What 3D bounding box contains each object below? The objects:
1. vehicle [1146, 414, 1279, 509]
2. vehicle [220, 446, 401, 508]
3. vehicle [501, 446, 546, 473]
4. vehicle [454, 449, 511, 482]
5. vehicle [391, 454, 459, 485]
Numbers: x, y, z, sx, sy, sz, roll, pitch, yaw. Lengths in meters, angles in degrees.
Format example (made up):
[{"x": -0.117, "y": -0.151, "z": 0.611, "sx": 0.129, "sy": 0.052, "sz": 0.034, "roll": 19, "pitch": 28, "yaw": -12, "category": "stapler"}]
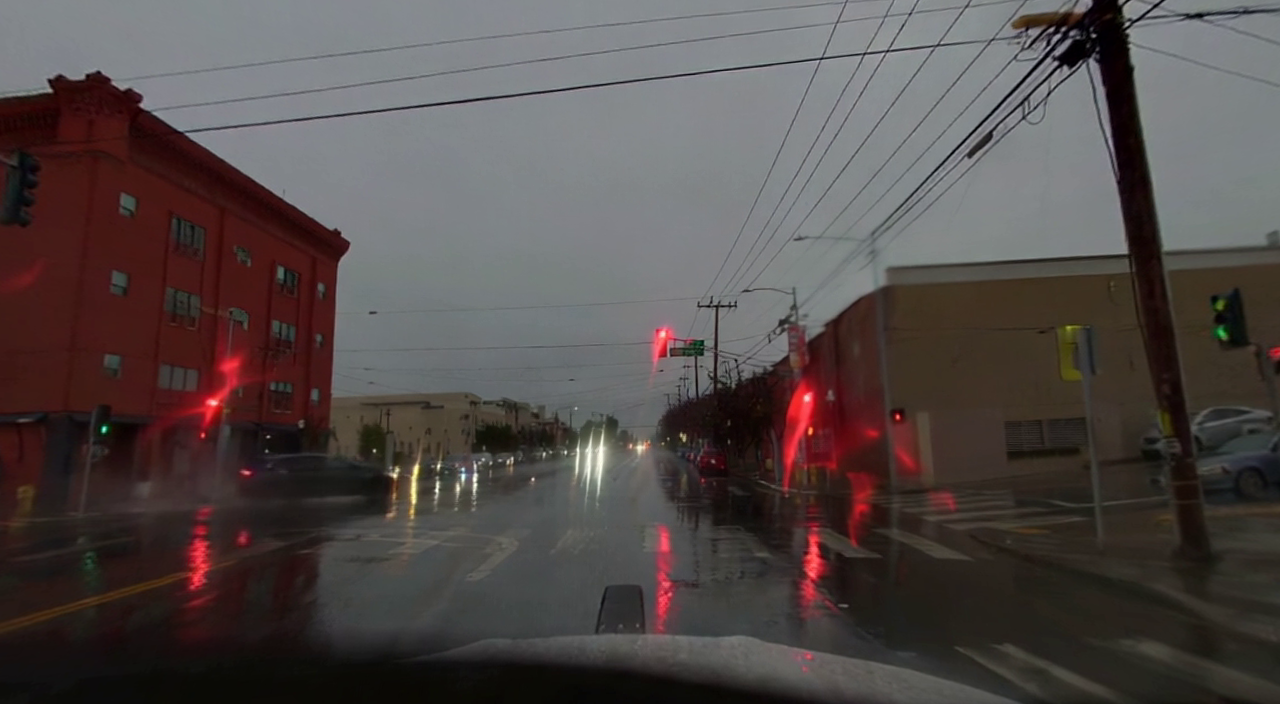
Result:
[{"x": 12.760, "y": 2.200, "z": 12.816, "sx": 3.234, "sy": 1.746, "sz": 1.941, "roll": 1, "pitch": -8, "yaw": -4, "category": "vehicle"}, {"x": -9.853, "y": 3.705, "z": 19.089, "sx": 4.525, "sy": 1.650, "sz": 2.120, "roll": 5, "pitch": -10, "yaw": -28, "category": "vehicle"}, {"x": -8.263, "y": 7.653, "z": 45.075, "sx": 2.096, "sy": 1.830, "sz": 4.752, "roll": 0, "pitch": -9, "yaw": 2, "category": "vehicle"}, {"x": -8.726, "y": 6.314, "z": 35.244, "sx": 2.020, "sy": 1.672, "sz": 3.842, "roll": 0, "pitch": -9, "yaw": 3, "category": "vehicle"}, {"x": -12.045, "y": 6.597, "z": 35.622, "sx": 1.943, "sy": 1.574, "sz": 4.727, "roll": 0, "pitch": -9, "yaw": 3, "category": "vehicle"}]
